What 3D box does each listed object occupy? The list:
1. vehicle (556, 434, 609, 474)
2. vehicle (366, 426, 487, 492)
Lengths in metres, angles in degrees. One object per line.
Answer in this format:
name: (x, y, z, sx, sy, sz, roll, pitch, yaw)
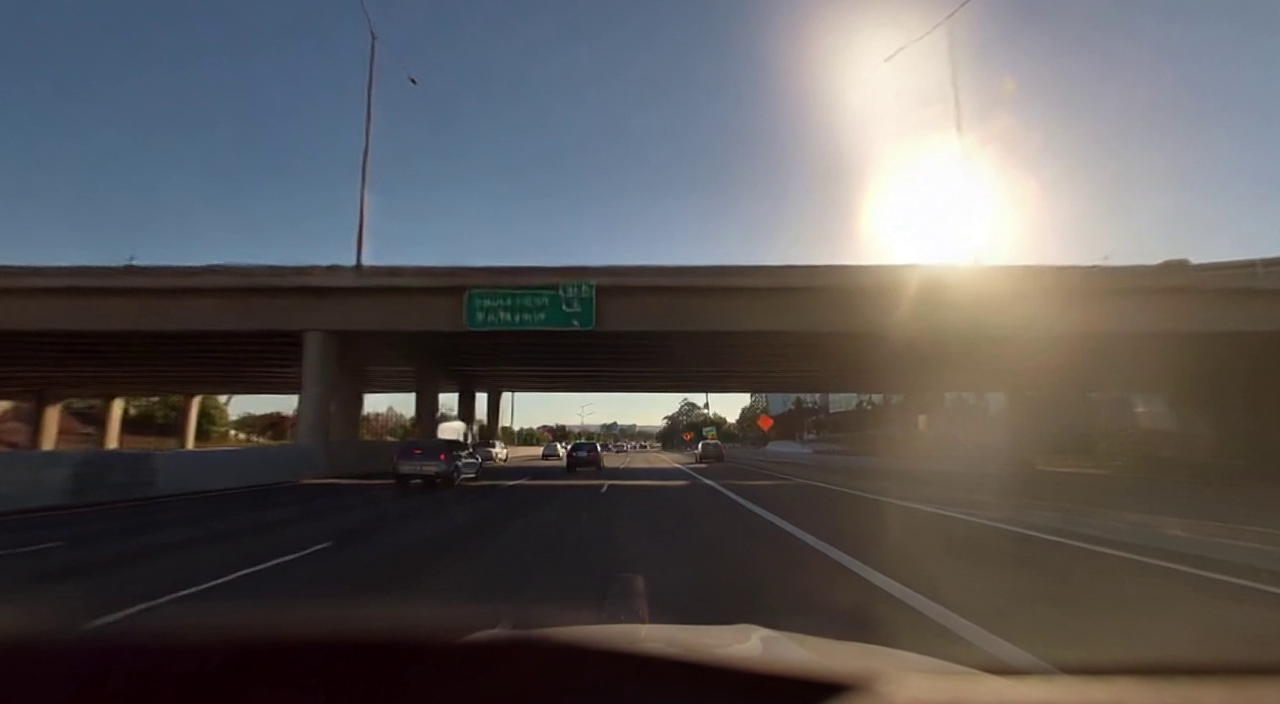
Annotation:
vehicle: (-2.601, 4.757, 29.603, 2.027, 1.697, 4.307, 0, -8, 0)
vehicle: (-6.396, 3.278, 19.618, 2.015, 1.762, 4.790, 0, -8, 1)
